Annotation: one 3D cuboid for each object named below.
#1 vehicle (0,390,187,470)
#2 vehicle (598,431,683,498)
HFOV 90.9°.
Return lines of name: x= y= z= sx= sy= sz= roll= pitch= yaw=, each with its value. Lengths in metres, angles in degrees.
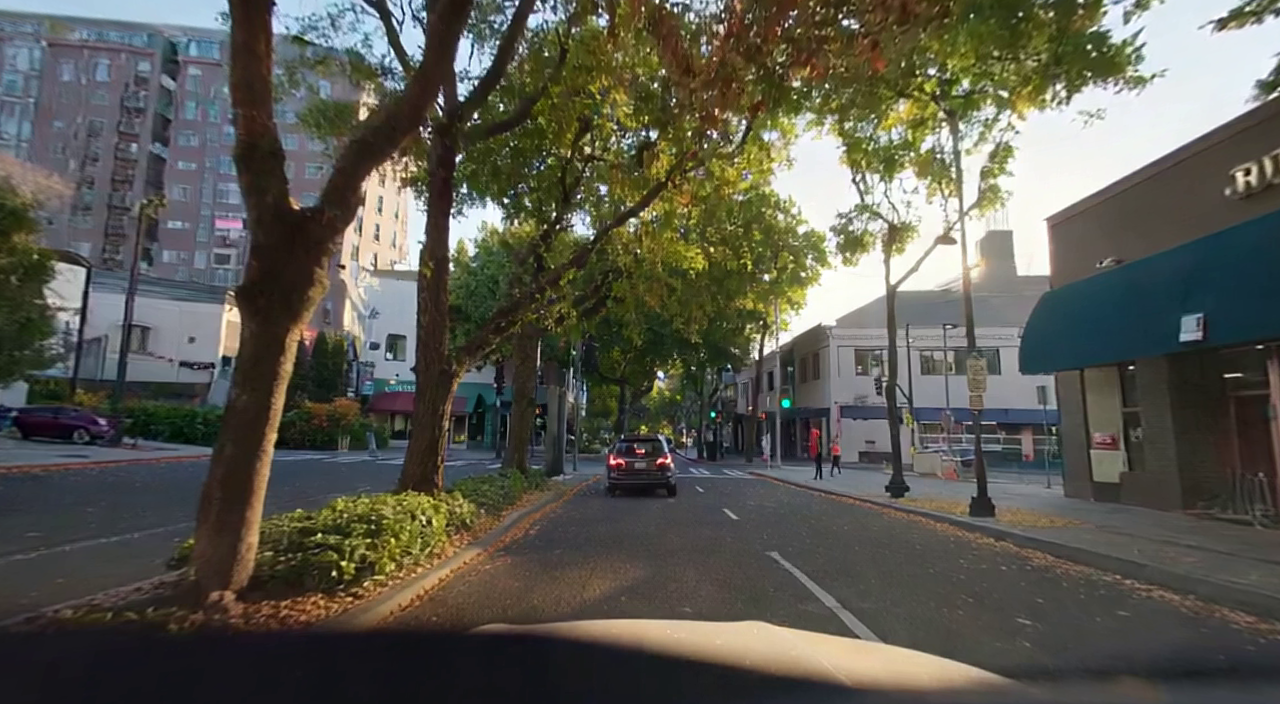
vehicle: x=-14.716 y=2.109 z=16.543 sx=2.027 sy=1.758 sz=5.254 roll=0 pitch=-9 yaw=-4
vehicle: x=-0.027 y=3.041 z=17.411 sx=2.079 sy=1.621 sz=3.861 roll=0 pitch=-9 yaw=-1
